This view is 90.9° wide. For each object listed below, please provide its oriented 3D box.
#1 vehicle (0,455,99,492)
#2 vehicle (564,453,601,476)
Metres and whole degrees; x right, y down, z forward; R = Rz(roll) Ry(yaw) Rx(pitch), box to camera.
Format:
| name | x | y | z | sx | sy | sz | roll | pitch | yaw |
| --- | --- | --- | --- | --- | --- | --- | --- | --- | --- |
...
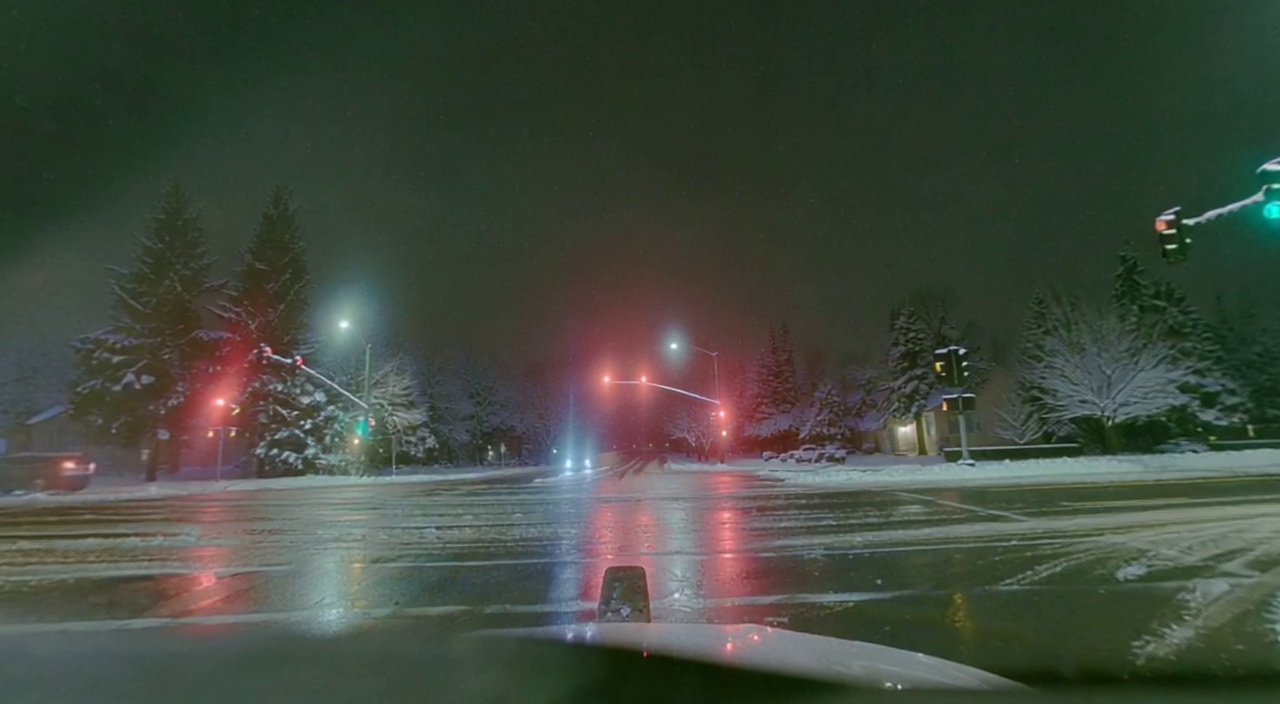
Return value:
| name | x | y | z | sx | sy | sz | roll | pitch | yaw |
| --- | --- | --- | --- | --- | --- | --- | --- | --- | --- |
| vehicle | -33.374 | 6.584 | 34.319 | 5.762 | 1.886 | 2.241 | 0 | -8 | 2 |
| vehicle | -4.467 | 8.842 | 49.837 | 2.030 | 1.704 | 4.205 | -1 | -8 | 7 |
